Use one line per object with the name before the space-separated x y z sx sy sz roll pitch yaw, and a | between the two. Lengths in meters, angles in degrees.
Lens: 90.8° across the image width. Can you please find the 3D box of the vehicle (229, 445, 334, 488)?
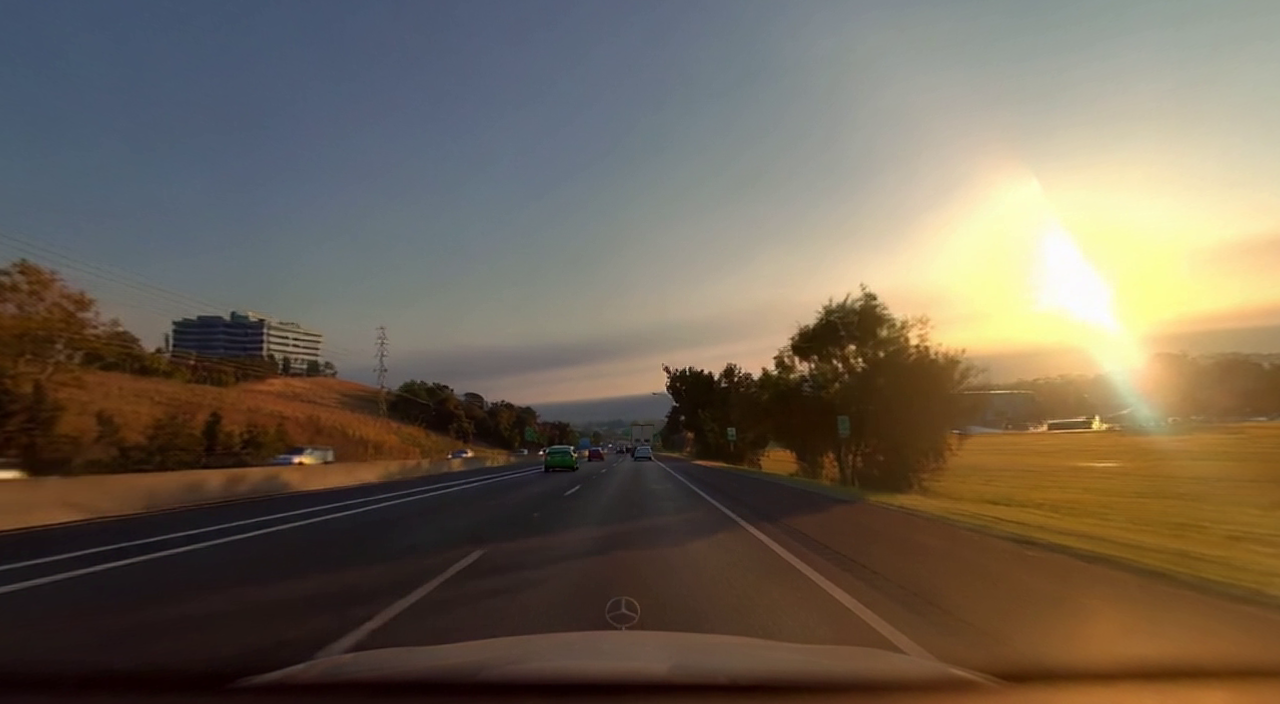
vehicle | -16.824 5.369 29.993 2.042 1.832 5.018 0 -9 -1

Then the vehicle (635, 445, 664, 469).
vehicle | 0.632 7.465 45.042 1.992 1.593 3.937 0 -9 -1

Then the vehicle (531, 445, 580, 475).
vehicle | -4.539 5.887 34.576 2.172 1.548 3.953 0 -9 0
